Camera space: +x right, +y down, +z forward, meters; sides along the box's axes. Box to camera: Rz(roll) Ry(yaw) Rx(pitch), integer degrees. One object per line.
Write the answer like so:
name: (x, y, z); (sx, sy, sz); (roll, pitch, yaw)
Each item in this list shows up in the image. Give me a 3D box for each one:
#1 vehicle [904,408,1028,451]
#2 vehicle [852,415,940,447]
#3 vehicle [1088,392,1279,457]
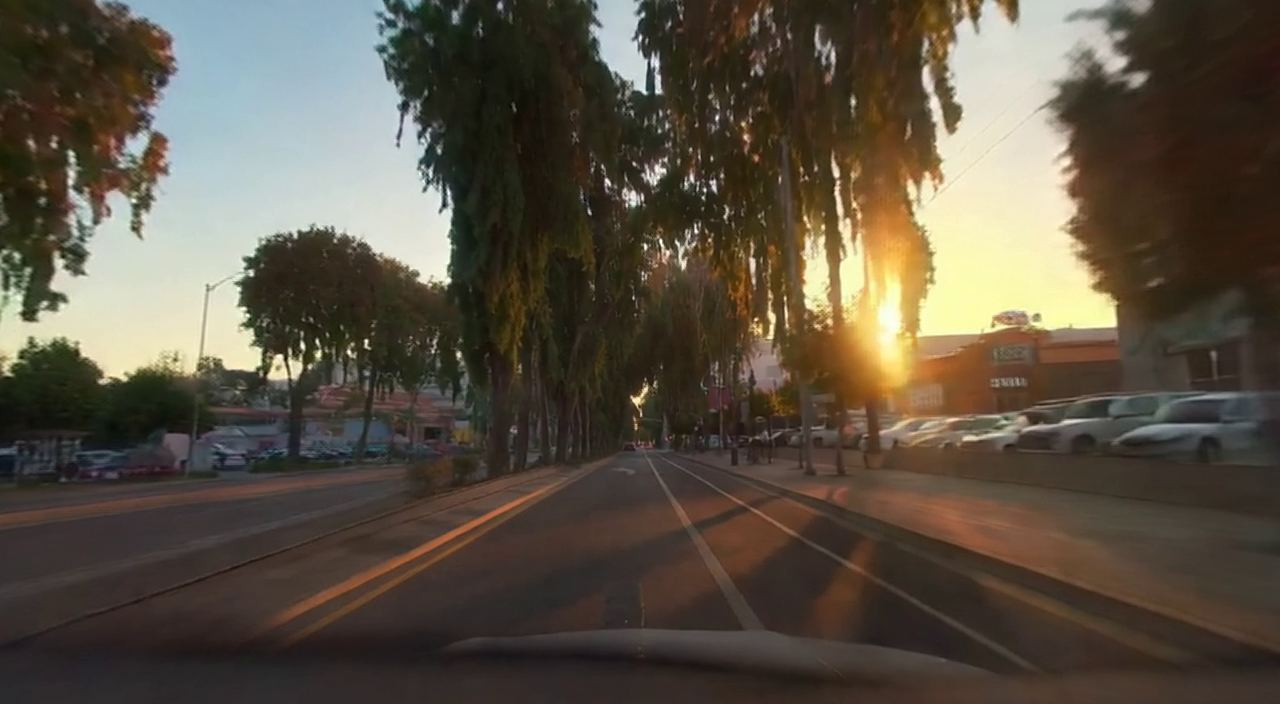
vehicle: (12.458, 3.011, 24.273); (3.742, 1.560, 1.822); (-1, -8, 1)
vehicle: (12.807, 3.986, 31.641); (3.641, 1.524, 1.731); (0, -8, 0)
vehicle: (12.793, 1.713, 14.765); (3.375, 1.411, 1.561); (0, -8, -1)
